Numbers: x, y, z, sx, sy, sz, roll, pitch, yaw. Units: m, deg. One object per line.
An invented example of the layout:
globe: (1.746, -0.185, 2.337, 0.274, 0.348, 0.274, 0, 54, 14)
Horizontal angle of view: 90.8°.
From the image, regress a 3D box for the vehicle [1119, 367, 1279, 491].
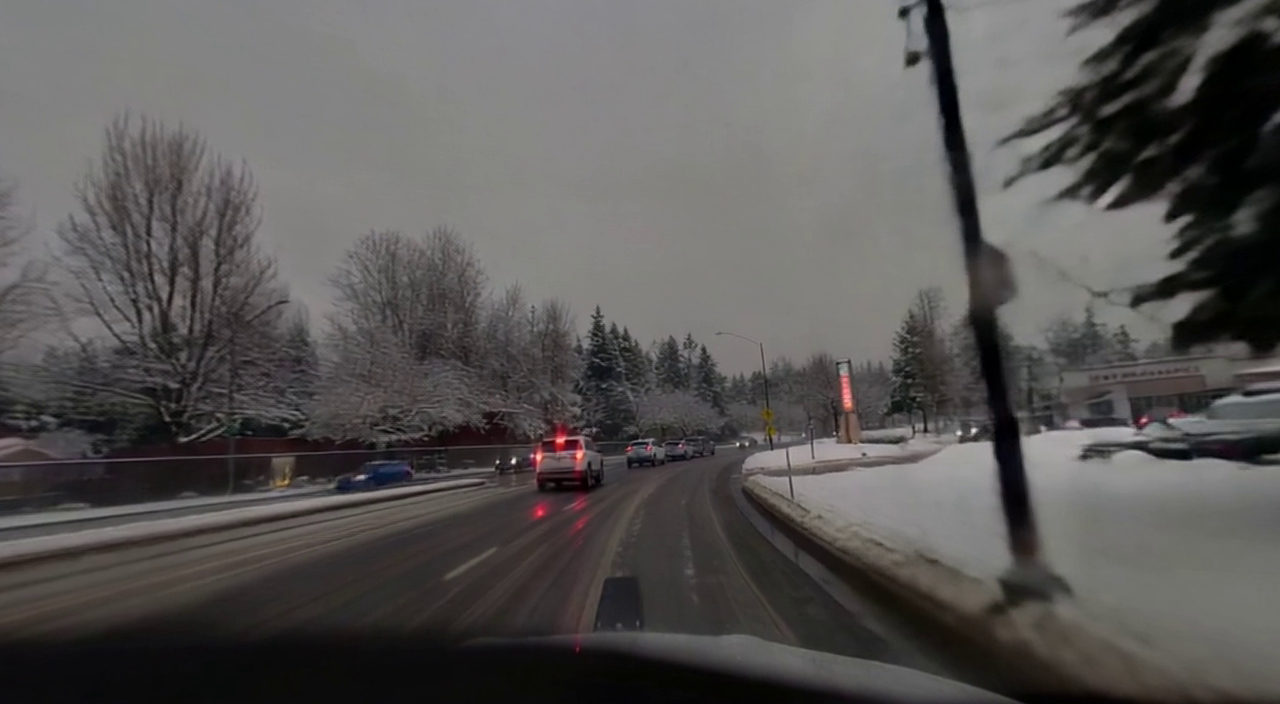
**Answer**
vehicle: (11.820, 1.349, 11.041, 5.004, 1.938, 2.221, 0, -8, 1)

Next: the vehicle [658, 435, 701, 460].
vehicle: (3.060, 7.268, 48.119, 2.167, 1.832, 4.679, -3, -9, 18)

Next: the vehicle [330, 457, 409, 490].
vehicle: (-14.883, 6.695, 35.084, 1.861, 1.482, 4.434, -5, -9, 11)

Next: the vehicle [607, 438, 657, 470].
vehicle: (-0.376, 5.672, 35.458, 2.002, 1.664, 4.113, -2, -8, 11)

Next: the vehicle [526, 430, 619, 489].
vehicle: (-2.268, 3.802, 22.682, 2.168, 1.783, 4.695, -3, -9, 8)

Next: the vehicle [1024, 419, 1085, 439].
vehicle: (31.628, 5.926, 48.199, 4.106, 1.450, 1.901, 4, -9, -26)
